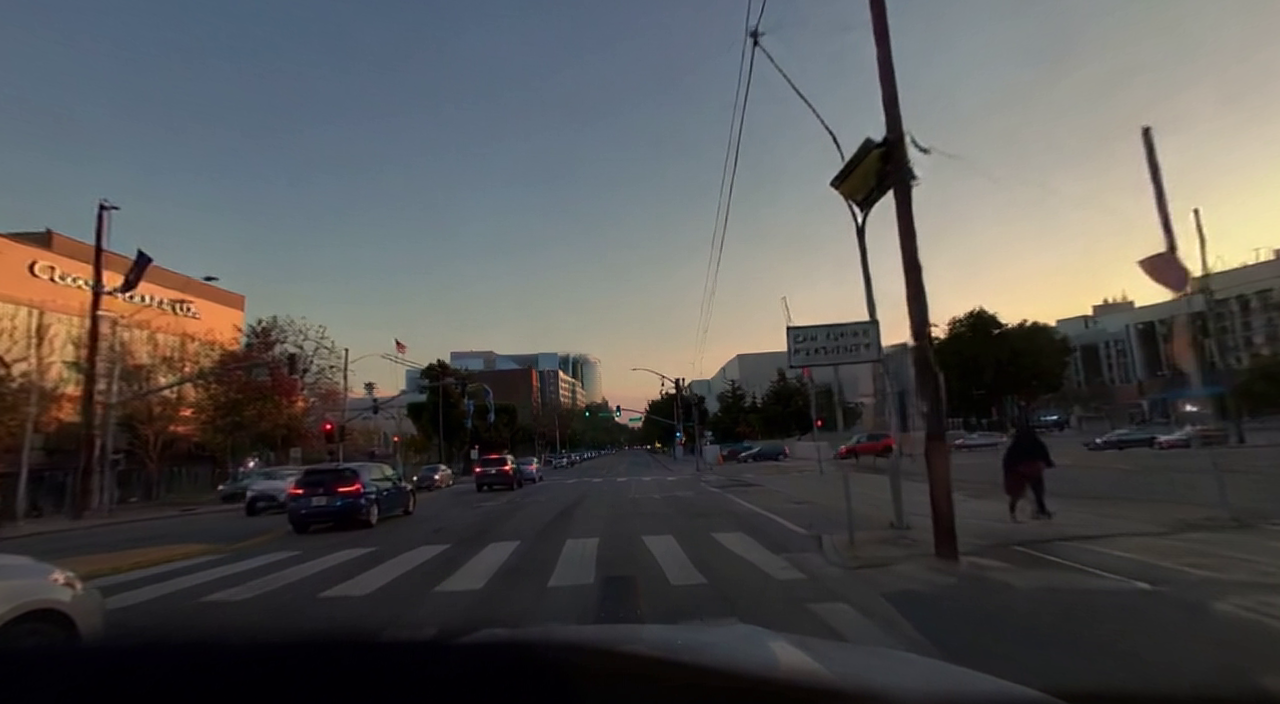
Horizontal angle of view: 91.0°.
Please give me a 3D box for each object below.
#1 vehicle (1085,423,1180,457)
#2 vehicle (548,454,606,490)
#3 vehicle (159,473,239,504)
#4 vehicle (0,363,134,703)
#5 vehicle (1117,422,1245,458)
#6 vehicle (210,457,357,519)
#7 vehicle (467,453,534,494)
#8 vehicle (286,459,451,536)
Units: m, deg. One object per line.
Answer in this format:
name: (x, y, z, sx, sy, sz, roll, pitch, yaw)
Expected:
vehicle: (25.174, 4.566, 32.301, 1.690, 1.559, 3.521, 0, -10, -7)
vehicle: (-2.870, 5.588, 29.630, 2.147, 1.472, 4.406, 0, -9, 2)
vehicle: (-26.010, 8.029, 37.139, 3.960, 1.600, 1.885, -4, -9, 21)
vehicle: (-3.227, 0.618, 0.360, 2.042, 1.673, 4.516, 0, -9, 1)
vehicle: (27.846, 4.616, 32.649, 2.083, 1.668, 4.638, 0, -10, -8)
vehicle: (-11.866, 4.523, 21.433, 1.985, 1.756, 4.665, -1, -9, 4)
vehicle: (-6.215, 5.416, 28.470, 2.012, 1.664, 3.917, 0, -9, 2)
vehicle: (-6.362, 3.440, 15.481, 1.960, 1.479, 4.654, 0, -9, 0)
